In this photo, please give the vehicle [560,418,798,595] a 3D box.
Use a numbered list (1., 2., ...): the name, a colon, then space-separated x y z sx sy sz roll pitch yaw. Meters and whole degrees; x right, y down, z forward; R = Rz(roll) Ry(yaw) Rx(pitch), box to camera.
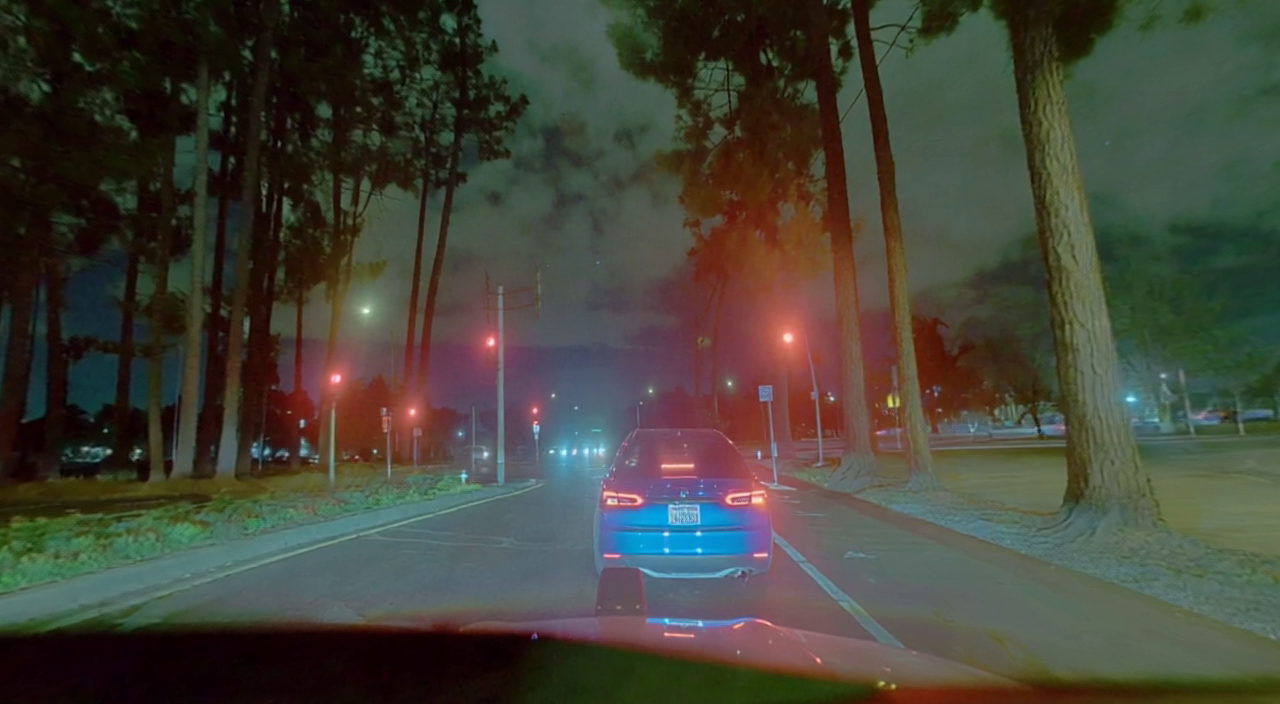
1. vehicle: 0.371 1.612 7.393 2.035 1.499 3.799 0 -8 1
